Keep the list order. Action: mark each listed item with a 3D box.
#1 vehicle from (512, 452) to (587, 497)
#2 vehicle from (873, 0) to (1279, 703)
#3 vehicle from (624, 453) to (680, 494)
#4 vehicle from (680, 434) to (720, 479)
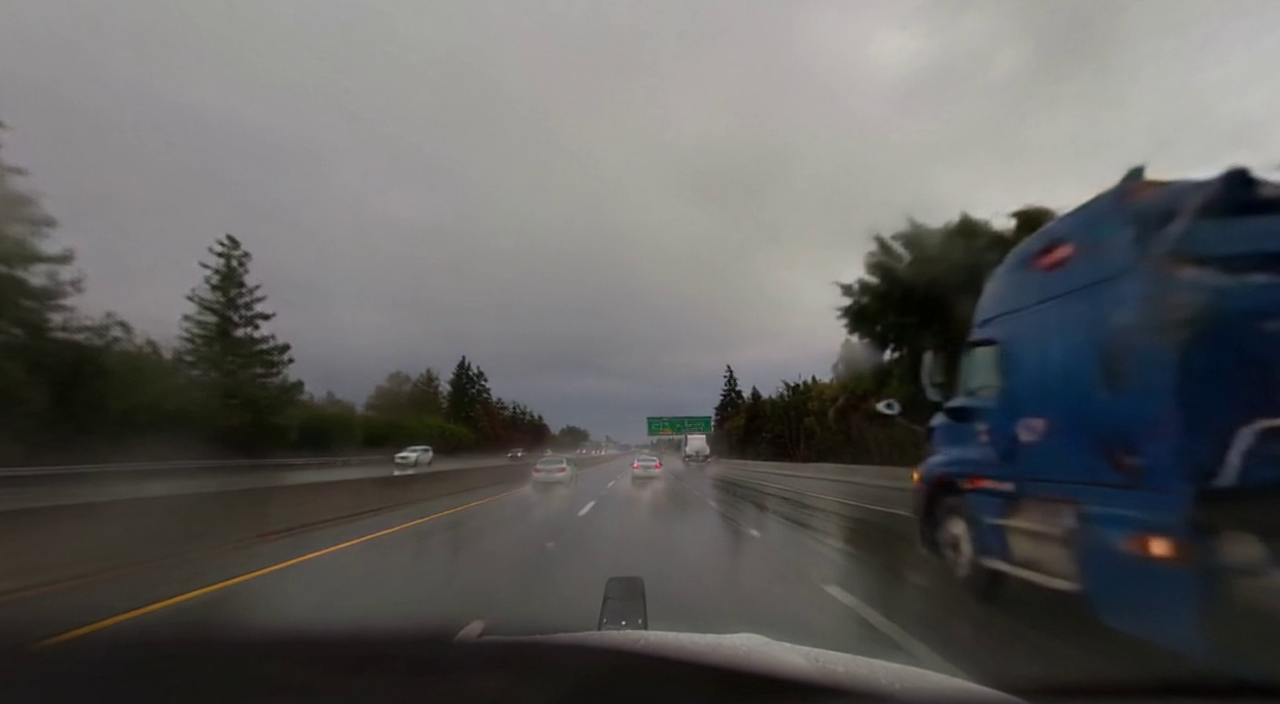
[{"bbox_3d":[-3.255,4.492,23.468,2.105,1.467,4.099,0,-9,1],"label":"vehicle"},{"bbox_3d":[4.740,0.263,5.551,3.019,3.957,5.903,0,-9,0],"label":"vehicle"},{"bbox_3d":[0.454,4.898,25.765,2.089,1.516,4.191,0,-9,0],"label":"vehicle"},{"bbox_3d":[4.501,7.677,46.129,2.650,2.978,6.937,-2,-10,7],"label":"vehicle"}]
